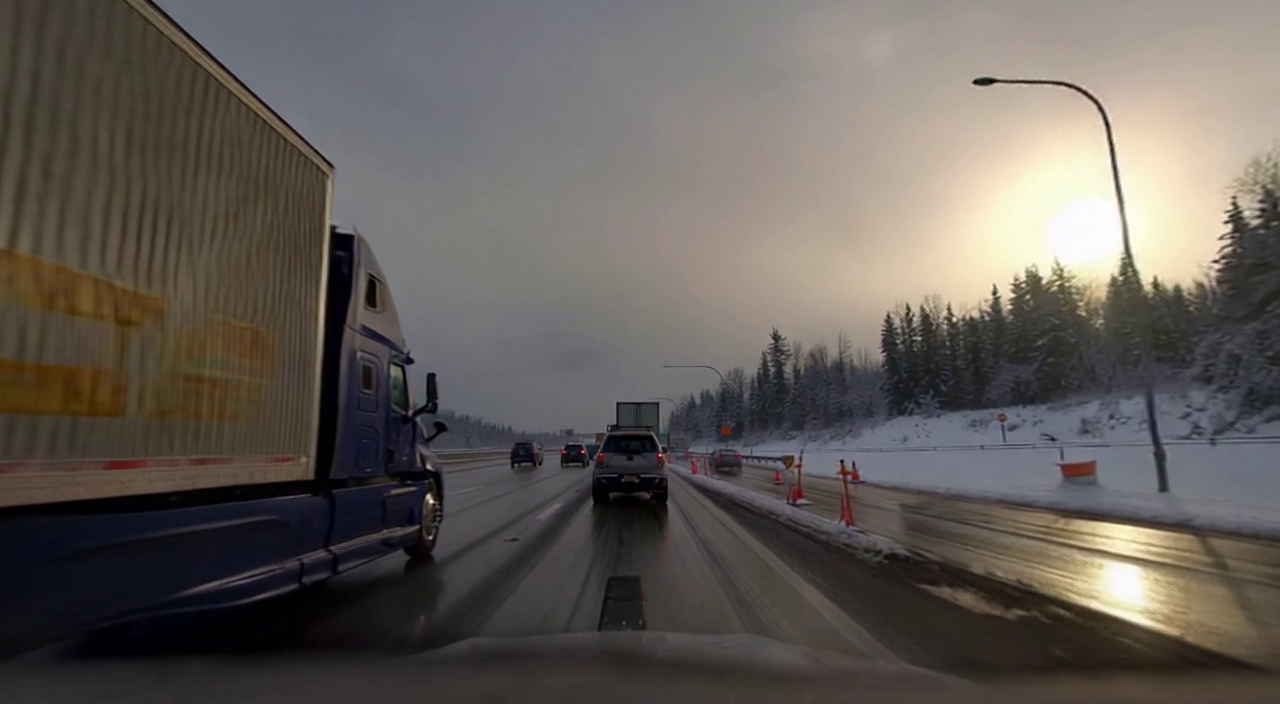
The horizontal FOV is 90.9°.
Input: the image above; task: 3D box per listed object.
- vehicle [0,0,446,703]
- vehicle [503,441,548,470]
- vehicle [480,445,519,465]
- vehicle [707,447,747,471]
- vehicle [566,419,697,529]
[{"bbox_3d":[-3.827,0.043,3.036,2.990,3.885,8.243,0,-9,1],"label":"vehicle"},{"bbox_3d":[-7.091,6.473,39.537,1.950,1.716,4.436,0,-9,1],"label":"vehicle"},{"bbox_3d":[-11.019,8.091,49.647,1.985,1.496,4.583,0,-9,0],"label":"vehicle"},{"bbox_3d":[5.615,6.966,41.289,1.918,1.479,4.571,0,-9,-1],"label":"vehicle"},{"bbox_3d":[-0.155,2.310,12.394,2.152,1.779,3.924,0,-9,0],"label":"vehicle"}]
